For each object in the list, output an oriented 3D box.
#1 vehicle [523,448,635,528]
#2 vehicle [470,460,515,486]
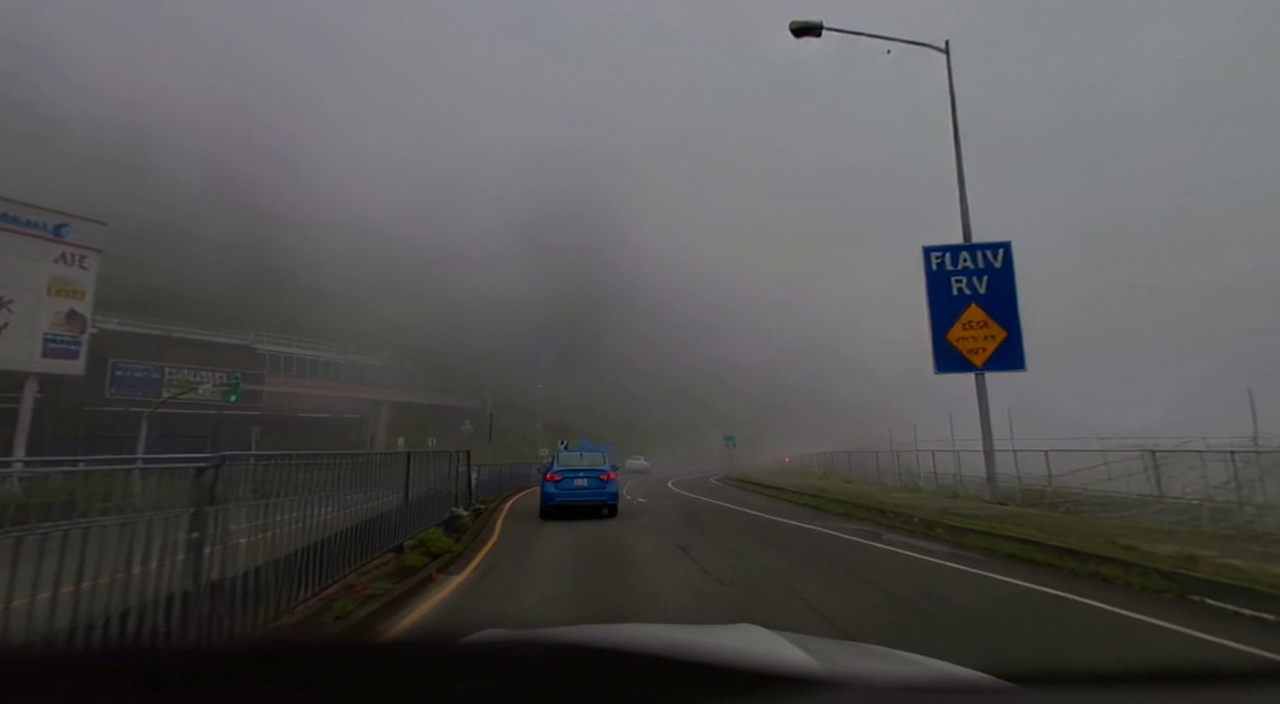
[{"bbox_3d":[-1.349,2.812,13.643,2.063,1.442,3.933,1,-9,-7],"label":"vehicle"},{"bbox_3d":[-9.818,8.057,42.116,1.854,1.472,3.728,-2,-8,4],"label":"vehicle"}]
